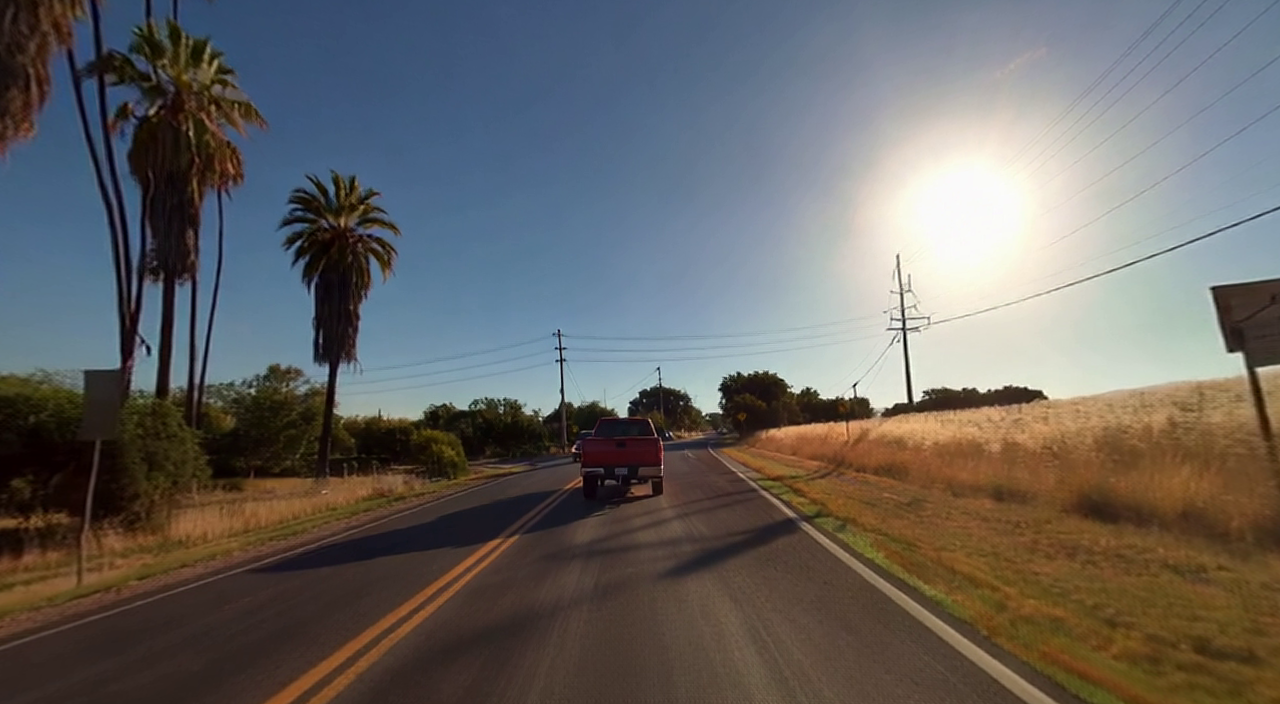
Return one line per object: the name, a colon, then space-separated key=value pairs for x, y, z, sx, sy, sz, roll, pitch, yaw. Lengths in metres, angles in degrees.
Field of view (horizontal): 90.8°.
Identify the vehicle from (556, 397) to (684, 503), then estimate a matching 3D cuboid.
vehicle: x=-0.470 y=2.495 z=16.386 sx=2.693 sy=2.223 sz=5.885 roll=0 pitch=-8 yaw=-1
